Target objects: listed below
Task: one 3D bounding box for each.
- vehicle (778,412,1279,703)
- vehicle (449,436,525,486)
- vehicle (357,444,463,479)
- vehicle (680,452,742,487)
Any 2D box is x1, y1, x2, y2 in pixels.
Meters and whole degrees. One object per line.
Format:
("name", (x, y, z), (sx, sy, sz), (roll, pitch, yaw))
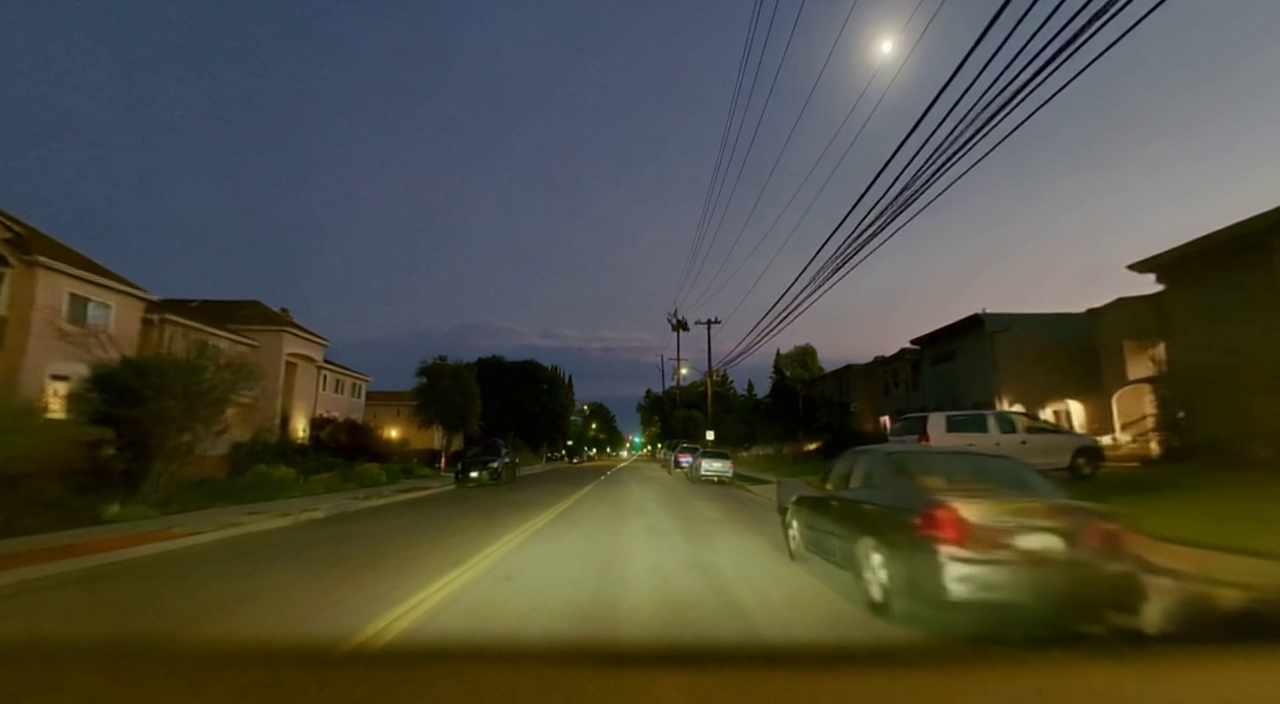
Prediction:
("vehicle", (2.754, 1.375, 5.089), (2.273, 1.530, 4.416), (0, -9, 0))
("vehicle", (-6.588, 4.868, 27.827), (2.156, 1.932, 4.518), (-2, -12, 1))
("vehicle", (-11.739, 5.605, 32.514), (4.529, 1.677, 2.204), (0, -9, 0))
("vehicle", (2.790, 4.714, 25.630), (1.827, 1.286, 3.684), (1, -9, -5))
